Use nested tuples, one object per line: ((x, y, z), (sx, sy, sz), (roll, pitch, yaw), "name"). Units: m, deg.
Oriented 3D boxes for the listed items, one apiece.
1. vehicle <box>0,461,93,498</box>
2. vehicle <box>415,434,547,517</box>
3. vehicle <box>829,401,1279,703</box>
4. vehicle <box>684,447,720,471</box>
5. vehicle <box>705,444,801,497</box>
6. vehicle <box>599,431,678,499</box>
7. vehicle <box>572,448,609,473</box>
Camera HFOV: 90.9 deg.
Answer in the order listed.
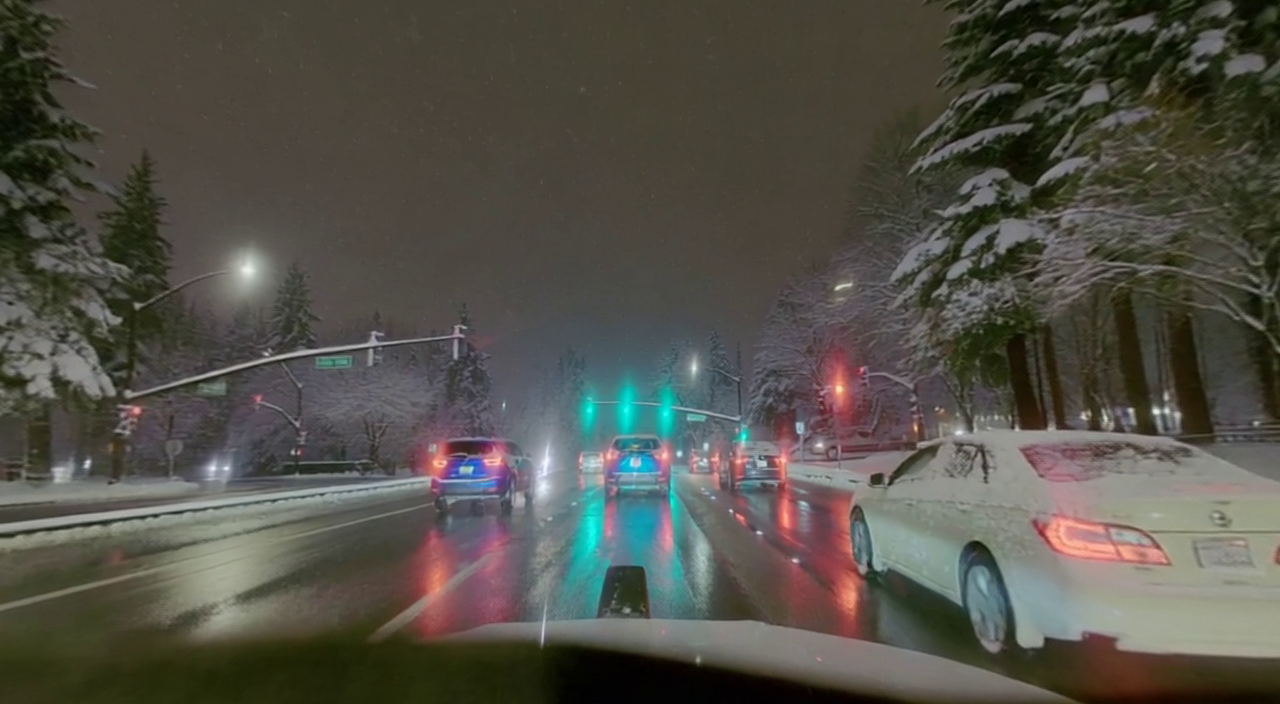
((-33.735, 6.932, 34.511), (5.352, 1.850, 2.276), (0, -8, -2), "vehicle")
((-3.649, 2.896, 15.355), (2.039, 1.709, 4.265), (0, -8, 1), "vehicle")
((3.061, 1.252, 4.604), (1.976, 1.491, 4.427), (0, -8, 0), "vehicle")
((4.161, 7.245, 42.902), (1.996, 1.443, 4.270), (0, -8, 0), "vehicle")
((3.447, 3.696, 20.191), (2.036, 1.480, 4.659), (0, -8, -2), "vehicle")
((-0.031, 3.391, 19.347), (2.132, 1.816, 4.471), (0, -8, 0), "vehicle")
((-3.006, 6.735, 39.383), (1.897, 1.479, 4.204), (-1, -8, 1), "vehicle")
